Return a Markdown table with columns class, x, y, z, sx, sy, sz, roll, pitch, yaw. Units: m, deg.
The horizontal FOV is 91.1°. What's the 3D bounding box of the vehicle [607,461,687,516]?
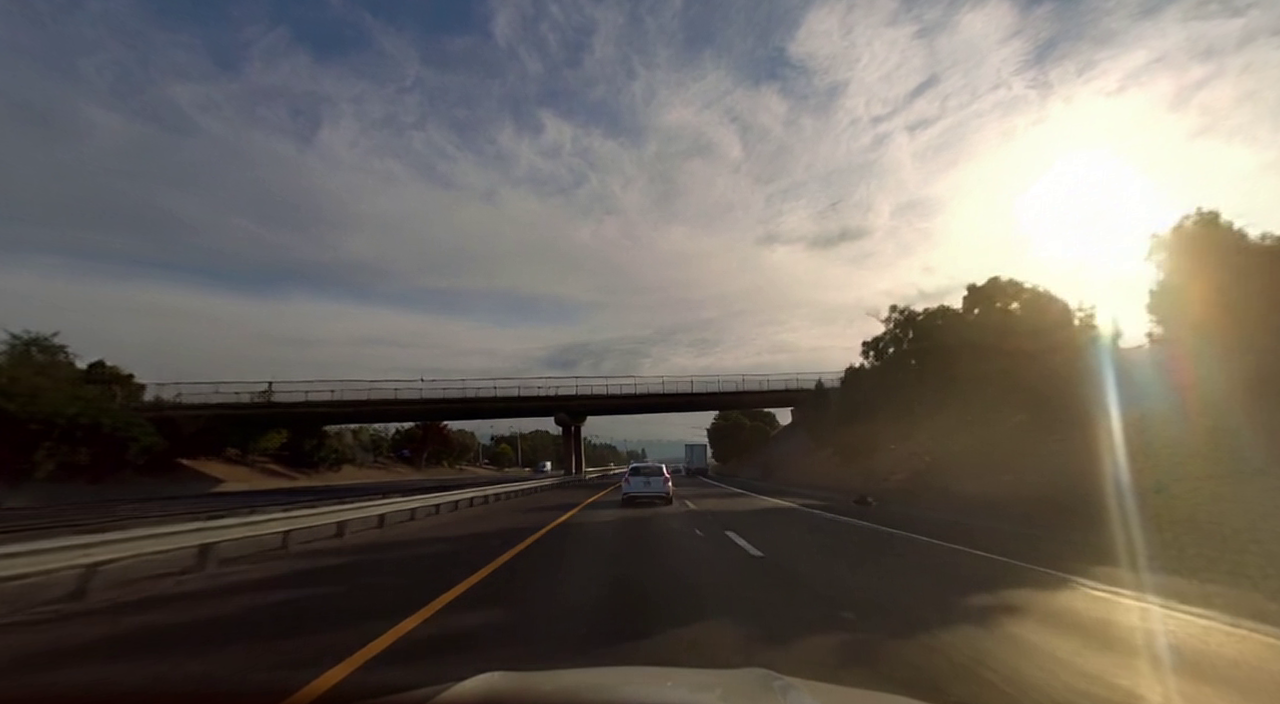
| class | x | y | z | sx | sy | sz | roll | pitch | yaw |
| --- | --- | --- | --- | --- | --- | --- | --- | --- | --- |
| vehicle | 0.199 | 4.035 | 18.868 | 2.156 | 1.444 | 3.762 | 1 | -10 | 0 |
